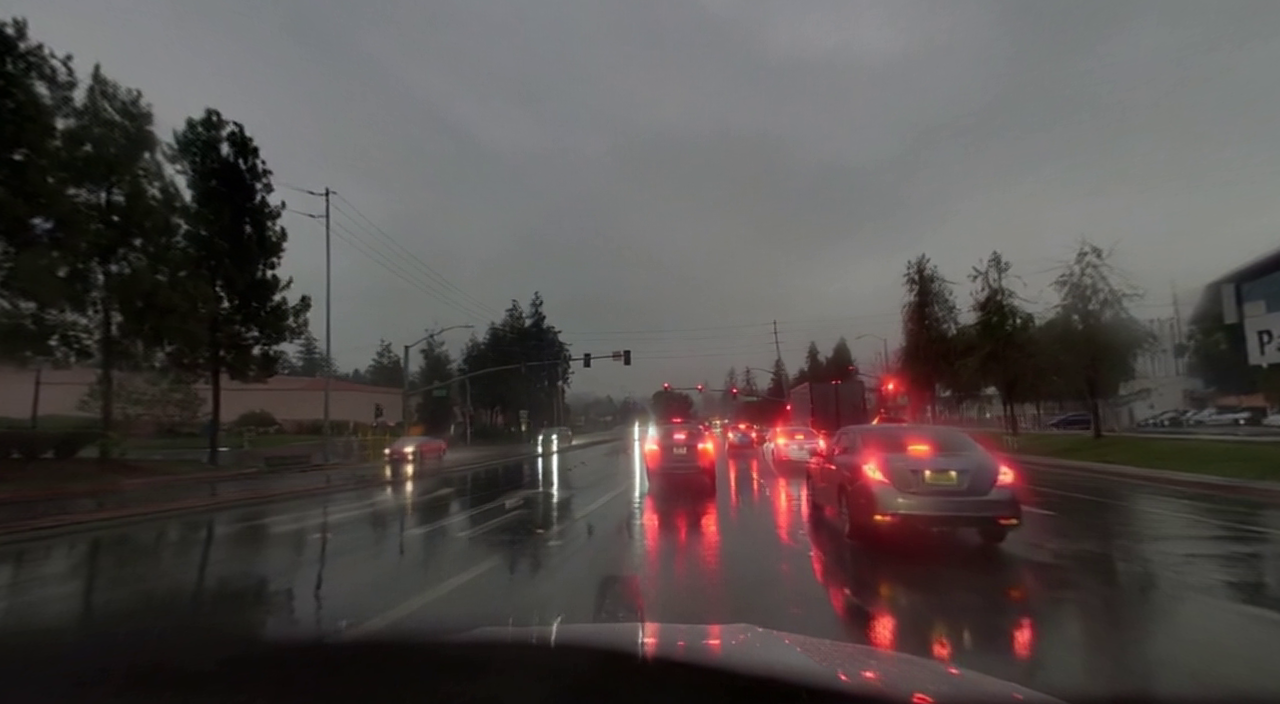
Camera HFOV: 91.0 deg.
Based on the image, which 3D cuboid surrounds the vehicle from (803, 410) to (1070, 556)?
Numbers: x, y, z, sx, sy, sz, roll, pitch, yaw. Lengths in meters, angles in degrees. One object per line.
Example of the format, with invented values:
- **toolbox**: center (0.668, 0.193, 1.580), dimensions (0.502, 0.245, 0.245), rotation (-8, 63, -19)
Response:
- **vehicle**: center (3.700, 1.723, 8.981), dimensions (2.109, 1.500, 4.585), rotation (-1, -9, 8)

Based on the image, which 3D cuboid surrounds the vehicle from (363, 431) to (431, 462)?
- **vehicle**: center (-14.463, 5.663, 37.774), dimensions (1.950, 1.713, 4.406), rotation (-1, -9, 6)

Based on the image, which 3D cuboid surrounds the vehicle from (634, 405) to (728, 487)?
- **vehicle**: center (1.246, 2.550, 17.028), dimensions (2.188, 1.892, 4.488), rotation (-1, -9, 8)
